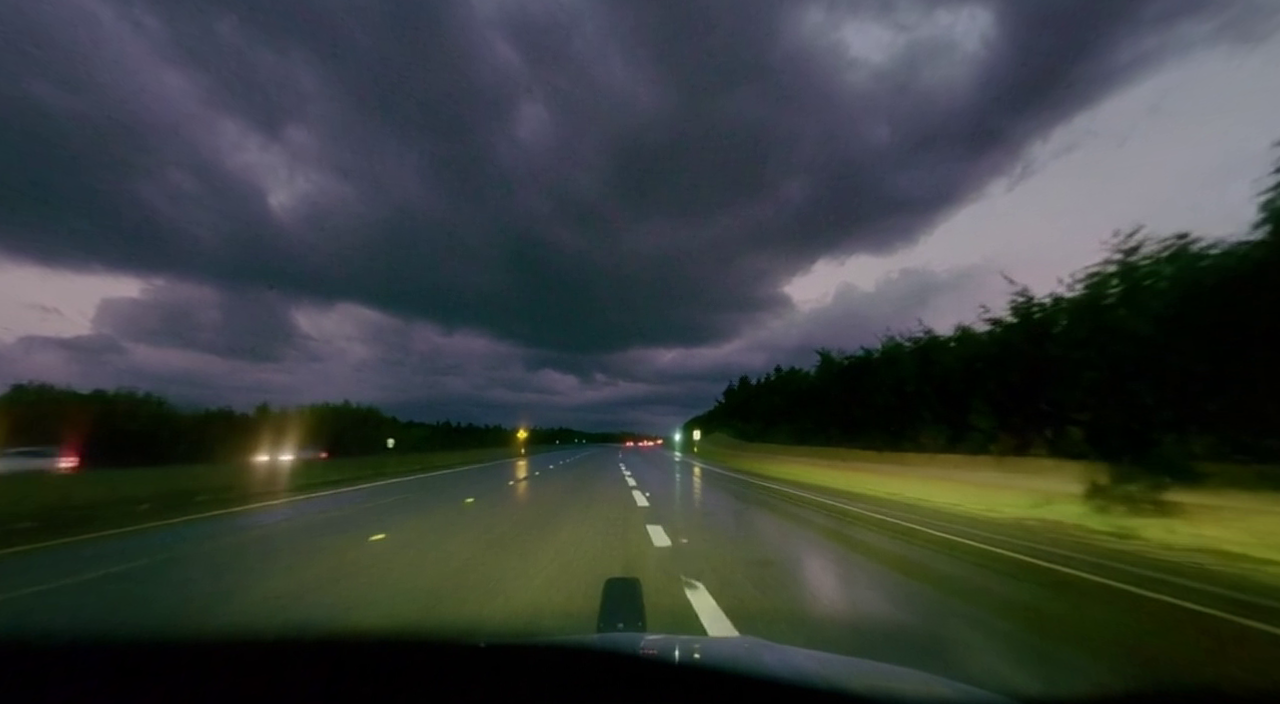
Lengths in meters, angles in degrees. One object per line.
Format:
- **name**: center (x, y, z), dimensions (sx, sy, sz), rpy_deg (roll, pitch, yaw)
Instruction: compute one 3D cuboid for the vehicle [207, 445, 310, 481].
- **vehicle**: center (-16.006, 4.667, 26.733), dimensions (1.847, 1.416, 4.254), rpy_deg (0, -9, -3)
